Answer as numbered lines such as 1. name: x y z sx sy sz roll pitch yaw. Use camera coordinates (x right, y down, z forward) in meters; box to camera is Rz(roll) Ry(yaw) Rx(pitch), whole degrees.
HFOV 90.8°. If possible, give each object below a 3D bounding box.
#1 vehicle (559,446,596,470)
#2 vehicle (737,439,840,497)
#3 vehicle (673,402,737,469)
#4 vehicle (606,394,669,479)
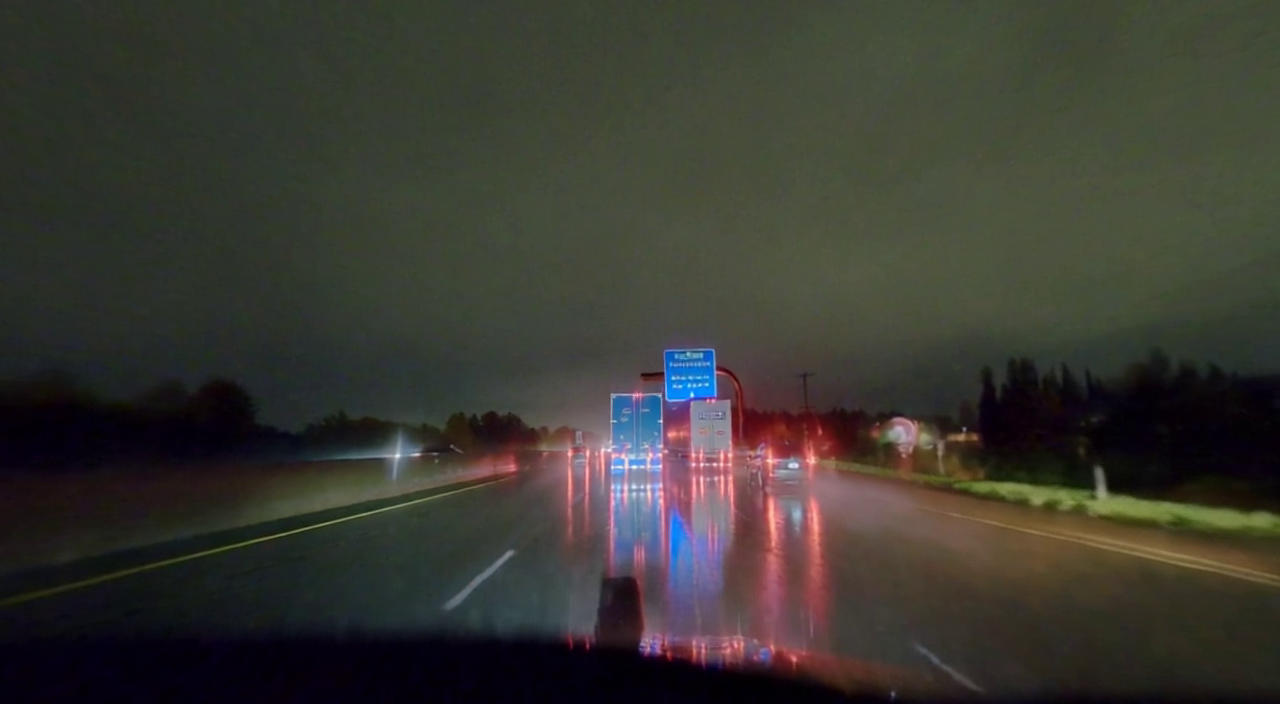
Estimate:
1. vehicle: -4.109 7.099 42.418 2.067 1.452 4.085 0 -9 0
2. vehicle: 4.411 3.529 19.631 2.086 1.530 4.808 0 -9 1
3. vehicle: 4.427 6.313 46.680 3.044 4.128 14.482 0 -9 -1
4. vehicle: -0.185 4.540 33.447 2.864 3.805 9.709 0 -9 -1
